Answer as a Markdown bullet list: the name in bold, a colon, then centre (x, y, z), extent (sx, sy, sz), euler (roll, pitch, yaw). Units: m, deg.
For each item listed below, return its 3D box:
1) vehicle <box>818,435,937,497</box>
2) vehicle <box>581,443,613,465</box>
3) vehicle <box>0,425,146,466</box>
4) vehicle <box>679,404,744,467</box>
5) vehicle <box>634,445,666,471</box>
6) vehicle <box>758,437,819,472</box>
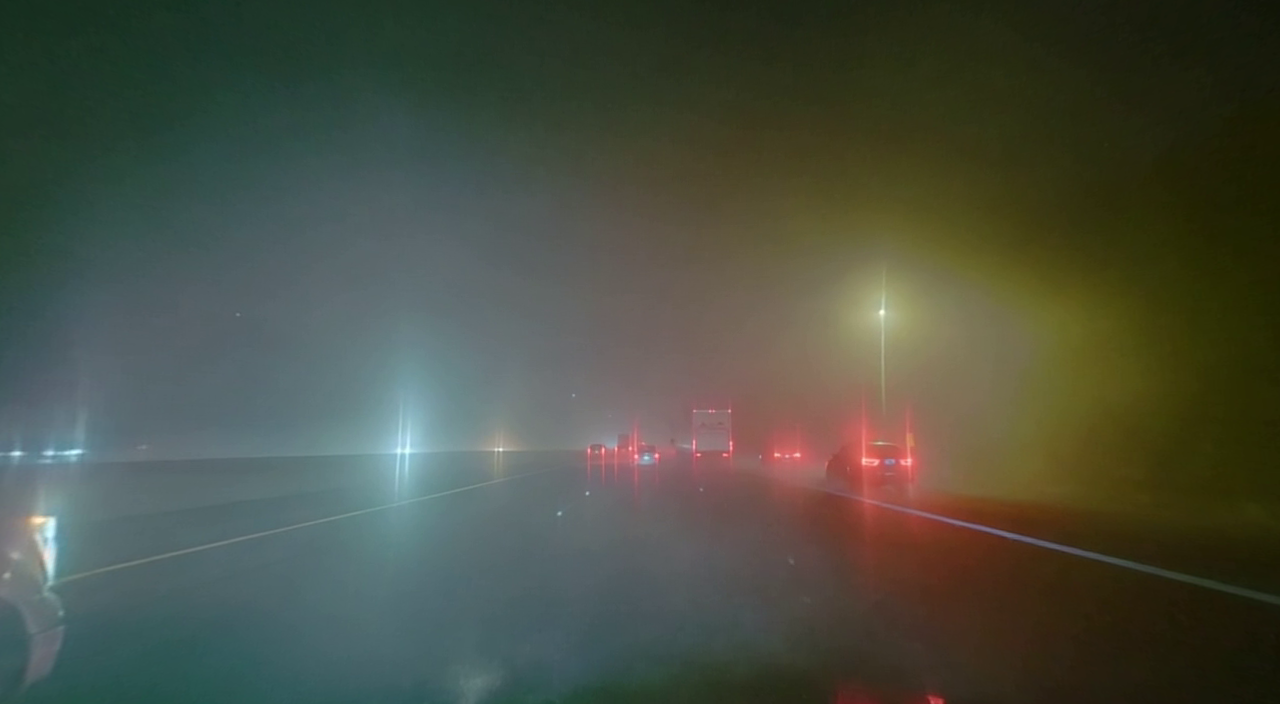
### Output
- **vehicle**: centre (7.188, 3.470, 19.628), extent (2.044, 1.676, 4.421), euler (0, -9, 1)
- **vehicle**: centre (-3.186, 7.709, 47.762), extent (2.132, 1.506, 4.256), euler (0, -9, 0)
- **vehicle**: centre (-34.611, 5.745, 38.570), extent (2.701, 2.233, 7.001), euler (0, -9, 3)
- **vehicle**: centre (4.450, 5.631, 41.846), extent (3.130, 3.607, 11.129), euler (0, -9, 1)
- **vehicle**: centre (0.578, 6.409, 38.359), extent (1.866, 1.492, 3.932), euler (0, -9, 0)
- **vehicle**: centre (7.947, 5.543, 34.232), extent (2.143, 1.775, 4.729), euler (0, -9, 0)
